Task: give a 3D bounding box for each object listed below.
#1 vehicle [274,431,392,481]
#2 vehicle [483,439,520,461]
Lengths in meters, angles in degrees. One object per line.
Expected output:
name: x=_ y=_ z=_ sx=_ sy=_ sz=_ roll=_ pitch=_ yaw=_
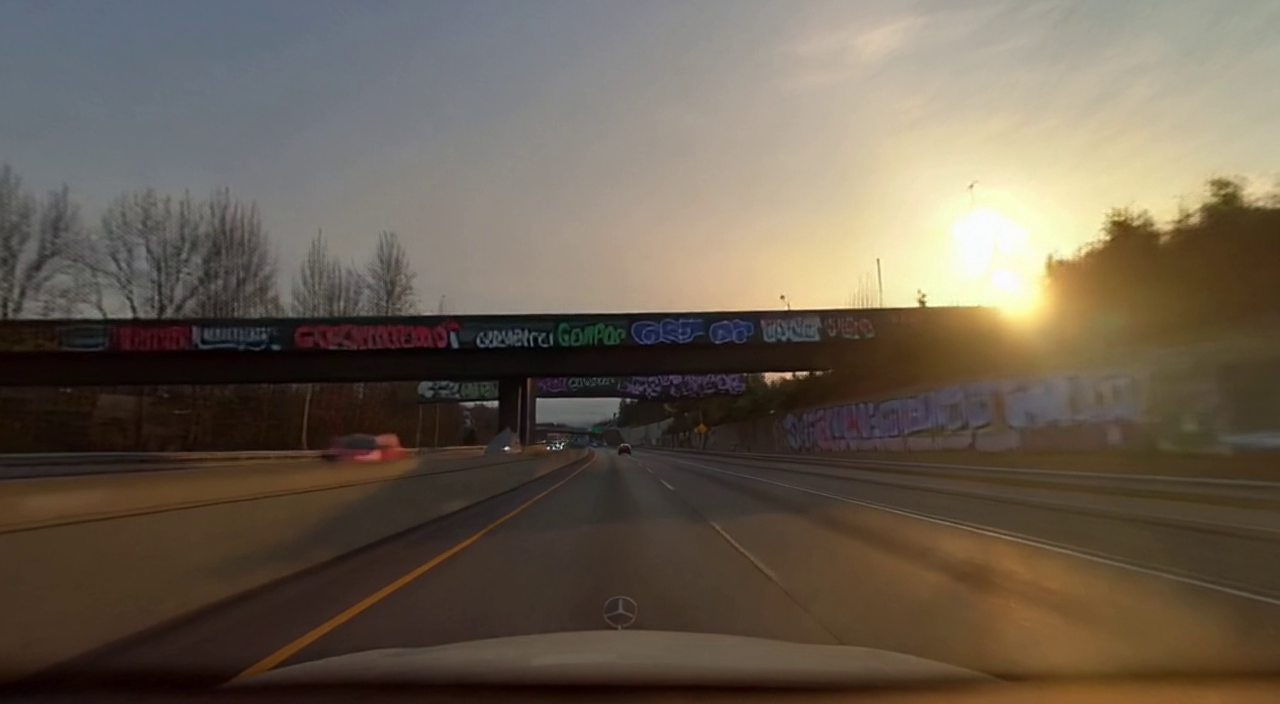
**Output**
vehicle: x=-10.008 y=3.429 z=20.844 sx=1.917 sy=1.499 sz=4.022 roll=0 pitch=-9 yaw=-1
vehicle: x=-10.362 y=7.379 z=47.224 sx=1.931 sy=1.553 sz=4.205 roll=0 pitch=-9 yaw=-2
